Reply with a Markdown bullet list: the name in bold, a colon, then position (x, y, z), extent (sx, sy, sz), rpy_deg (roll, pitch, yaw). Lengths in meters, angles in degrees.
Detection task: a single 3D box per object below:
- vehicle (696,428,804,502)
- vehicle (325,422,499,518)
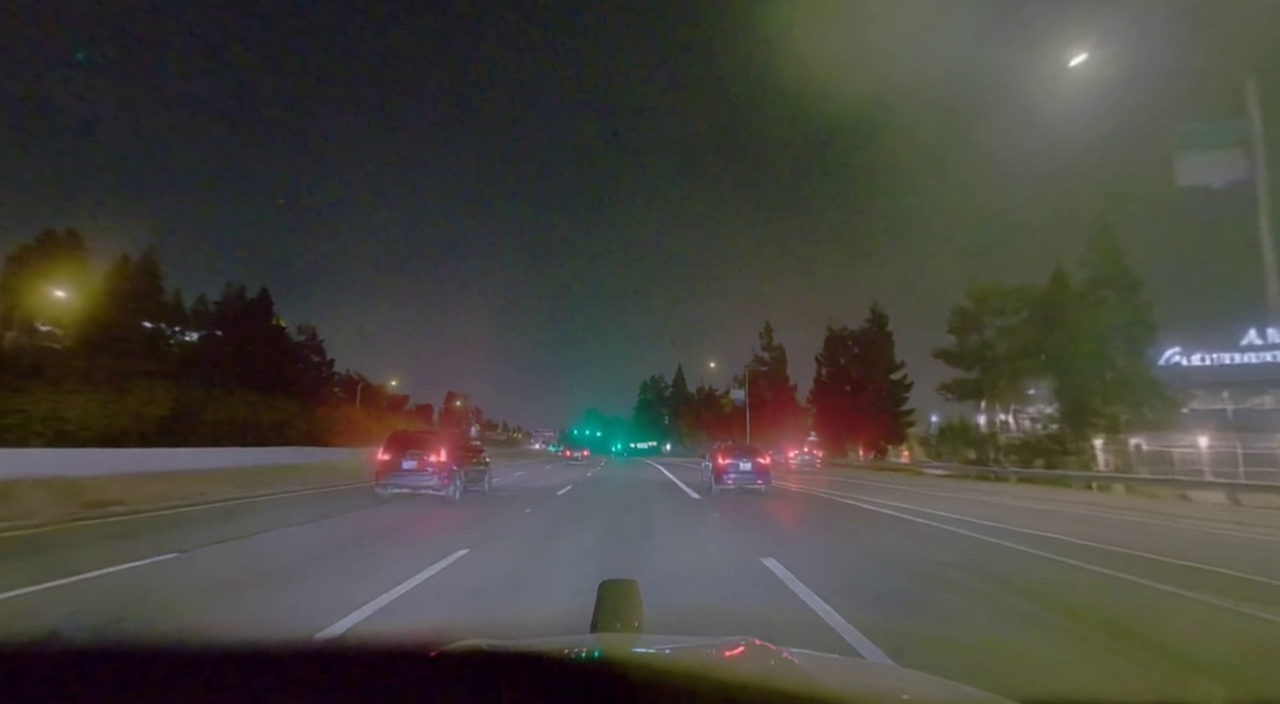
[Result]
- **vehicle**: position (2.746, 2.929, 16.797), extent (1.997, 1.686, 4.247), rpy_deg (0, -8, -1)
- **vehicle**: position (-4.829, 2.573, 14.329), extent (2.176, 1.779, 4.755), rpy_deg (0, -8, 0)
